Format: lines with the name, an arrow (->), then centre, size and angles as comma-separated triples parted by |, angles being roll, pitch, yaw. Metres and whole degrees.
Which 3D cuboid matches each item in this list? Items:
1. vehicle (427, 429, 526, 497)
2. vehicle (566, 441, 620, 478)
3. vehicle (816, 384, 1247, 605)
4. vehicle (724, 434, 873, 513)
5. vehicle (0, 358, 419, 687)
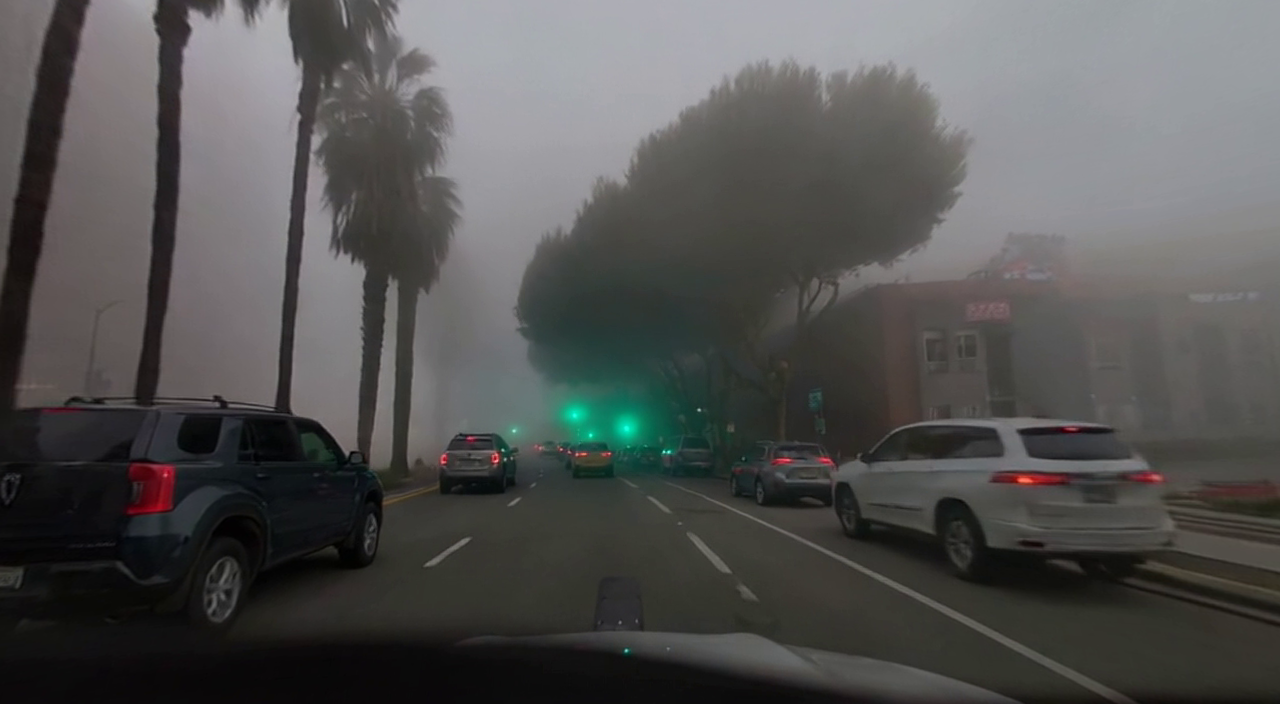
vehicle -> -4.641, 3.206, 18.579 | 2.014, 1.740, 4.392 | 1, -9, -4
vehicle -> -2.066, 4.546, 26.814 | 2.036, 1.461, 3.890 | 1, -9, -7
vehicle -> 3.914, 1.520, 7.588 | 1.963, 1.802, 4.648 | 1, -9, -4
vehicle -> 3.441, 2.739, 14.770 | 1.808, 1.526, 4.894 | 1, -9, -6
vehicle -> -3.637, 1.236, 5.624 | 1.800, 1.797, 4.224 | 0, -9, -1
